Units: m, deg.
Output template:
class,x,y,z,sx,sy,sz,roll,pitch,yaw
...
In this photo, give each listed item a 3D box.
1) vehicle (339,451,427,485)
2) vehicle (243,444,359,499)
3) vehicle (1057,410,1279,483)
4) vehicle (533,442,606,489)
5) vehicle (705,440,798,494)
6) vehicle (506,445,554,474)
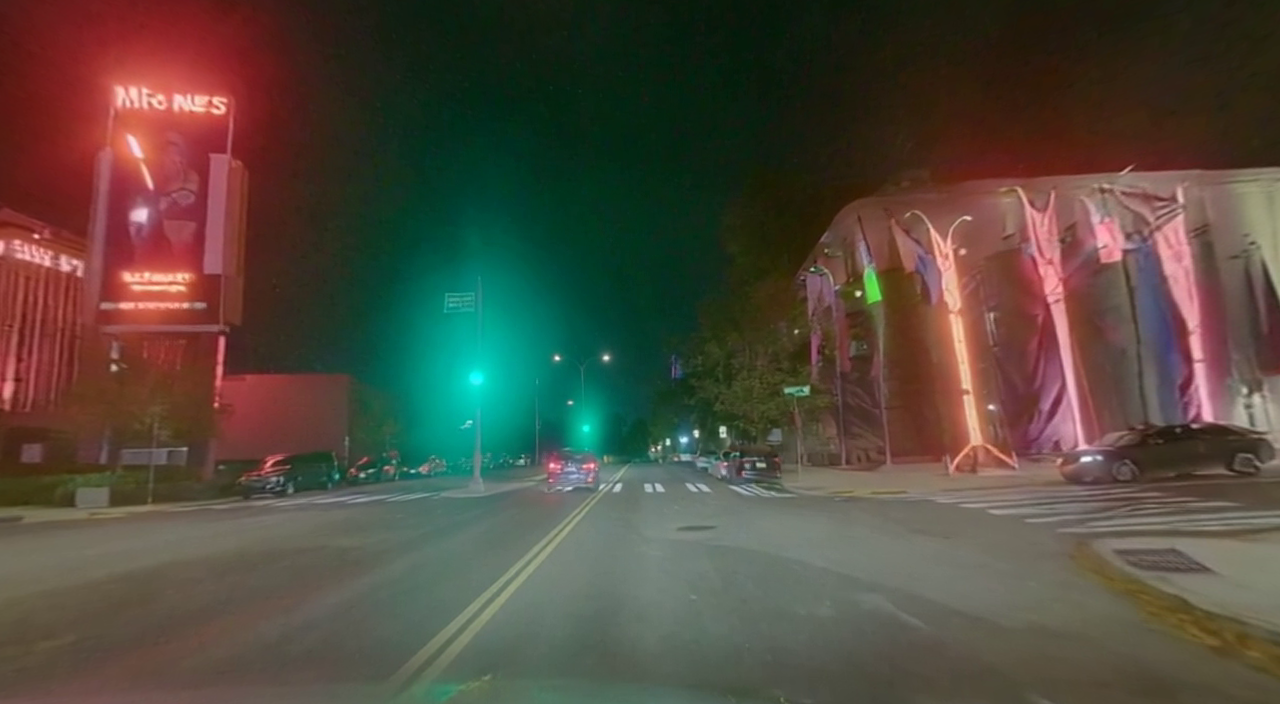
class,x,y,z,sx,sy,sz,roll,pitch,yaw
vehicle,-12.427,5.551,30.407,4.305,1.463,2.020,-7,-11,39
vehicle,-12.333,4.233,22.799,4.737,1.741,2.092,-8,-11,41
vehicle,13.666,2.335,15.915,4.843,1.527,2.088,-2,-7,-5
vehicle,-2.323,3.893,21.990,2.030,1.436,4.388,0,-8,0
vehicle,3.305,3.509,19.707,1.950,1.462,4.807,0,-8,-1
vehicle,-7.193,7.079,41.674,2.224,1.797,4.747,0,-8,1
